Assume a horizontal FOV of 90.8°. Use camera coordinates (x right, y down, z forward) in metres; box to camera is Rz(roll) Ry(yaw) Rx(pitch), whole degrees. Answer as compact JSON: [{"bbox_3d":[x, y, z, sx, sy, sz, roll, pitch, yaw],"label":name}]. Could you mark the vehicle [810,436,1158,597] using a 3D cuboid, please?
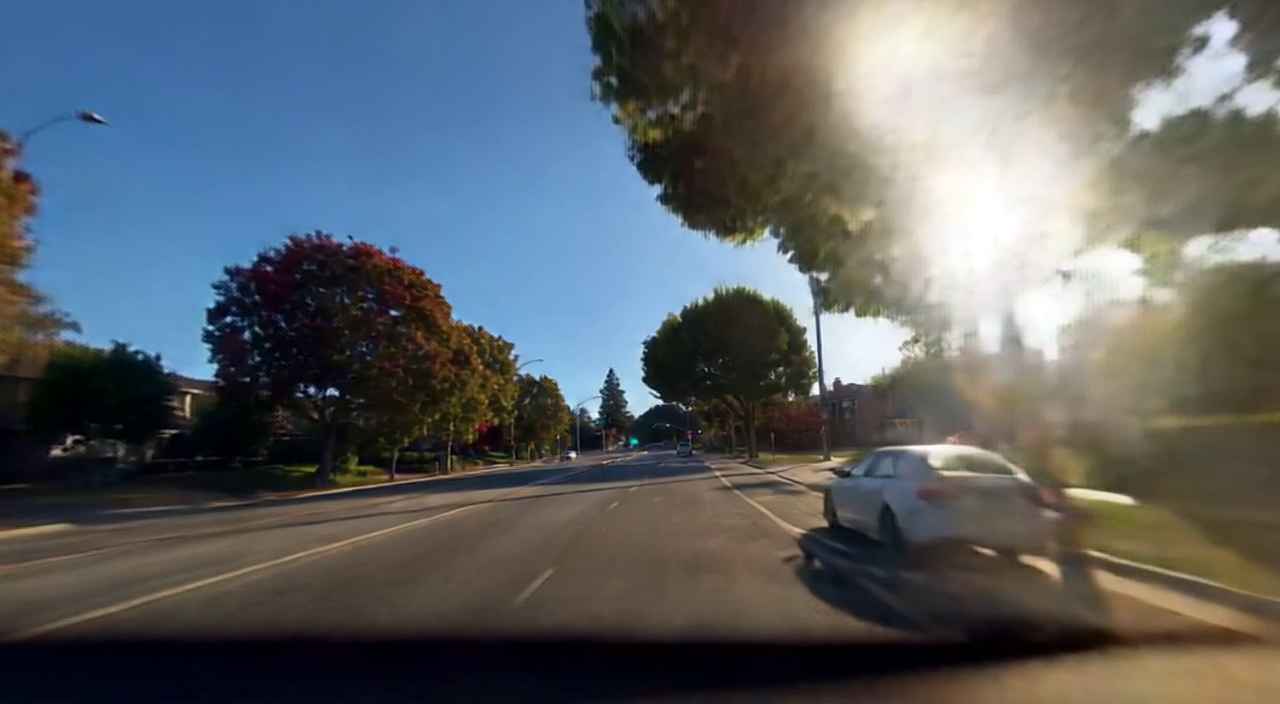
[{"bbox_3d":[3.797,1.871,8.186,1.993,1.457,4.599,0,-9,1],"label":"vehicle"}]
